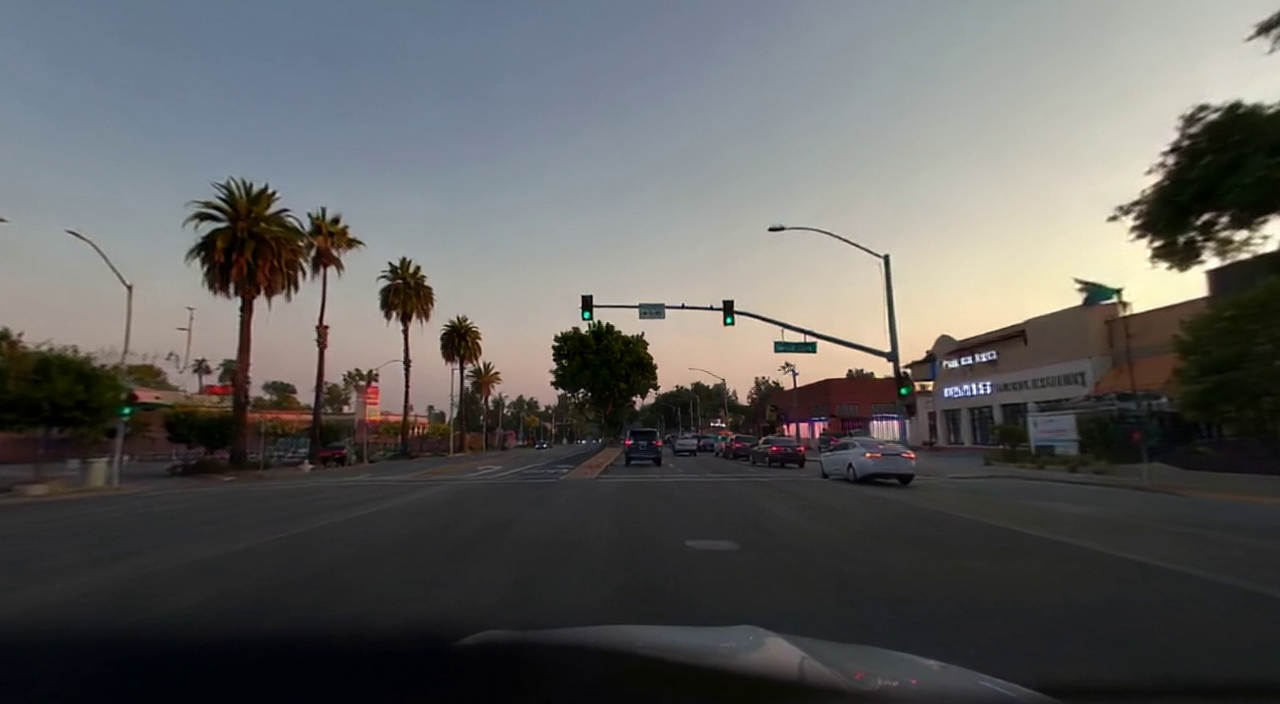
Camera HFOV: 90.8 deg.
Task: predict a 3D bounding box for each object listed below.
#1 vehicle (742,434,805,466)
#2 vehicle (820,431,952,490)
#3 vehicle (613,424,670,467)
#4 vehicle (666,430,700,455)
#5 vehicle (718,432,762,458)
[{"bbox_3d":[6.653,4.944,32.093,2.038,1.476,5.032,0,-8,-1],"label":"vehicle"},{"bbox_3d":[6.823,3.060,18.133,1.902,1.461,4.428,0,-8,-1],"label":"vehicle"},{"bbox_3d":[0.028,4.316,29.157,2.428,1.816,4.959,0,-8,-1],"label":"vehicle"},{"bbox_3d":[3.285,7.039,49.067,2.187,1.777,4.444,0,-8,-2],"label":"vehicle"},{"bbox_3d":[6.733,6.304,42.870,2.100,1.675,4.536,0,-8,-2],"label":"vehicle"}]
